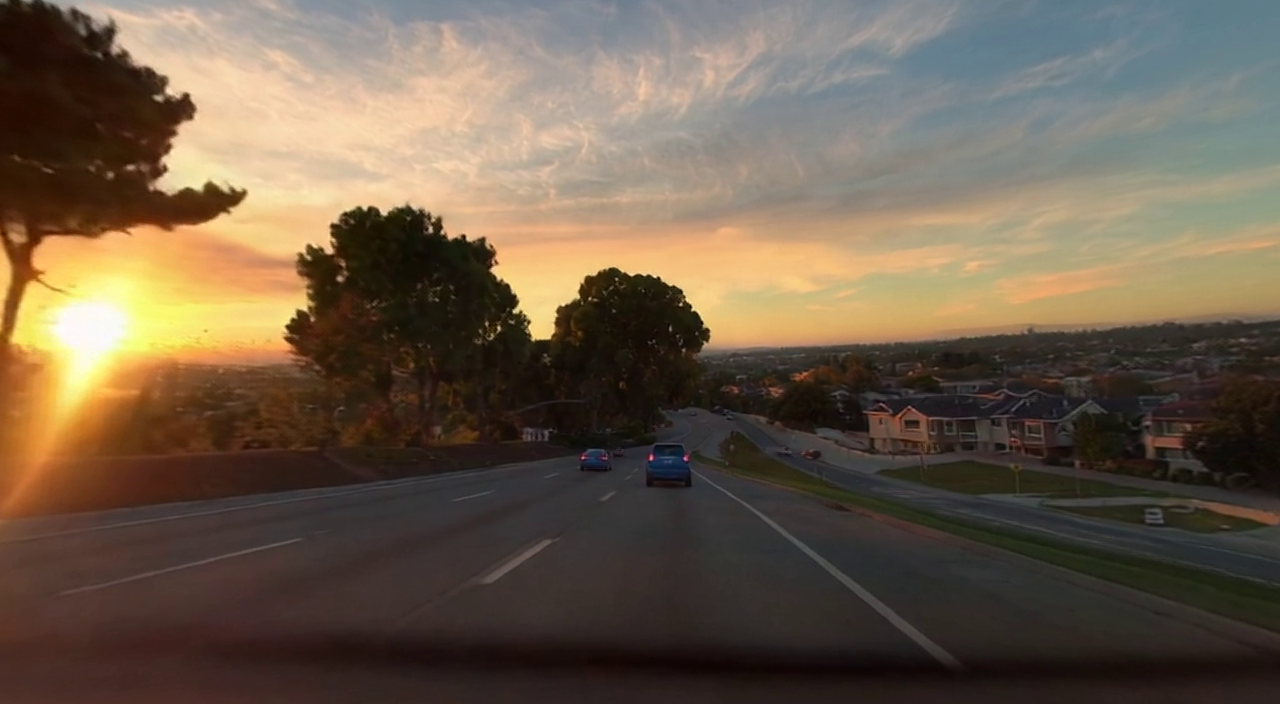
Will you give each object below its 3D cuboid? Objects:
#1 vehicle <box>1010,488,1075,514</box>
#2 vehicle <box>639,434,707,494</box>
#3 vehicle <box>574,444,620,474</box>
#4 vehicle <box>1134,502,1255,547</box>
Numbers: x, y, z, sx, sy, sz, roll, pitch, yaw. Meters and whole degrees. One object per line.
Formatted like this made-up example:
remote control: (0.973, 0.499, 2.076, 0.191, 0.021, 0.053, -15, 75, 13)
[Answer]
vehicle: (30.775, 11.369, 48.430, 1.845, 1.533, 4.455, 0, -9, -3)
vehicle: (1.147, 3.826, 21.937, 2.125, 1.830, 4.370, 0, -8, 3)
vehicle: (-2.411, 6.180, 36.656, 2.123, 1.592, 4.505, 0, -9, 3)
vehicle: (31.554, 9.808, 36.206, 2.067, 1.926, 5.010, 1, -9, -4)
